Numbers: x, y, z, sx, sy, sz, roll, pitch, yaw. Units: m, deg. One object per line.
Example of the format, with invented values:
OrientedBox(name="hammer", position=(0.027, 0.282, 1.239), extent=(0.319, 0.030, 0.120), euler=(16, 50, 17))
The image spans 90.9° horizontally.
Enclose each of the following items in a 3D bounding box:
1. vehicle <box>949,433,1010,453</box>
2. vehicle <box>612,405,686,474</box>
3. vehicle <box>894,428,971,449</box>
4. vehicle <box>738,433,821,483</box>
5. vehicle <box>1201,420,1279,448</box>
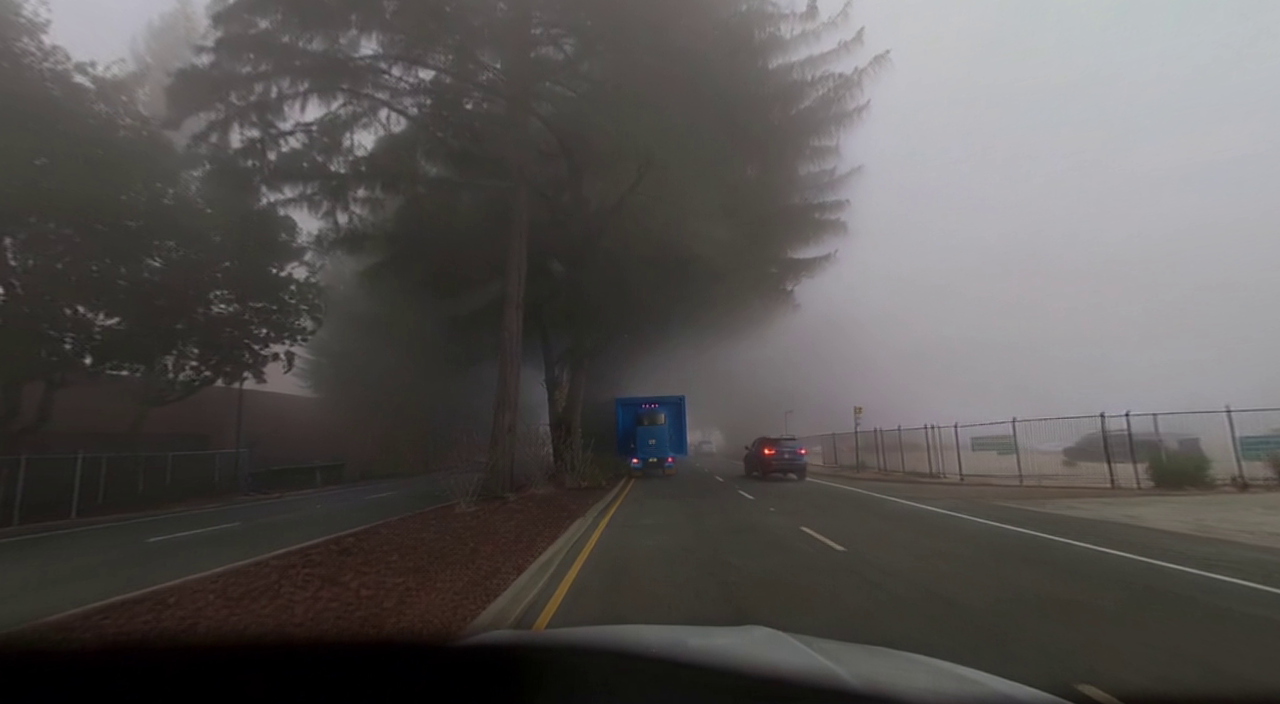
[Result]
OrientedBox(name="vehicle", position=(23.343, 6.270, 43.370), extent=(3.251, 1.321, 1.555), euler=(-1, -9, 0))
OrientedBox(name="vehicle", position=(0.506, 4.308, 30.973), extent=(3.197, 2.963, 7.055), euler=(0, -8, 2))
OrientedBox(name="vehicle", position=(22.771, 6.761, 49.174), extent=(4.995, 1.543, 1.899), euler=(0, -9, 1))
OrientedBox(name="vehicle", position=(5.002, 3.864, 23.316), extent=(2.076, 1.661, 4.524), euler=(0, -8, 0))
OrientedBox(name="vehicle", position=(43.517, 5.960, 45.676), extent=(2.050, 1.801, 5.143), euler=(-5, -8, 15))
